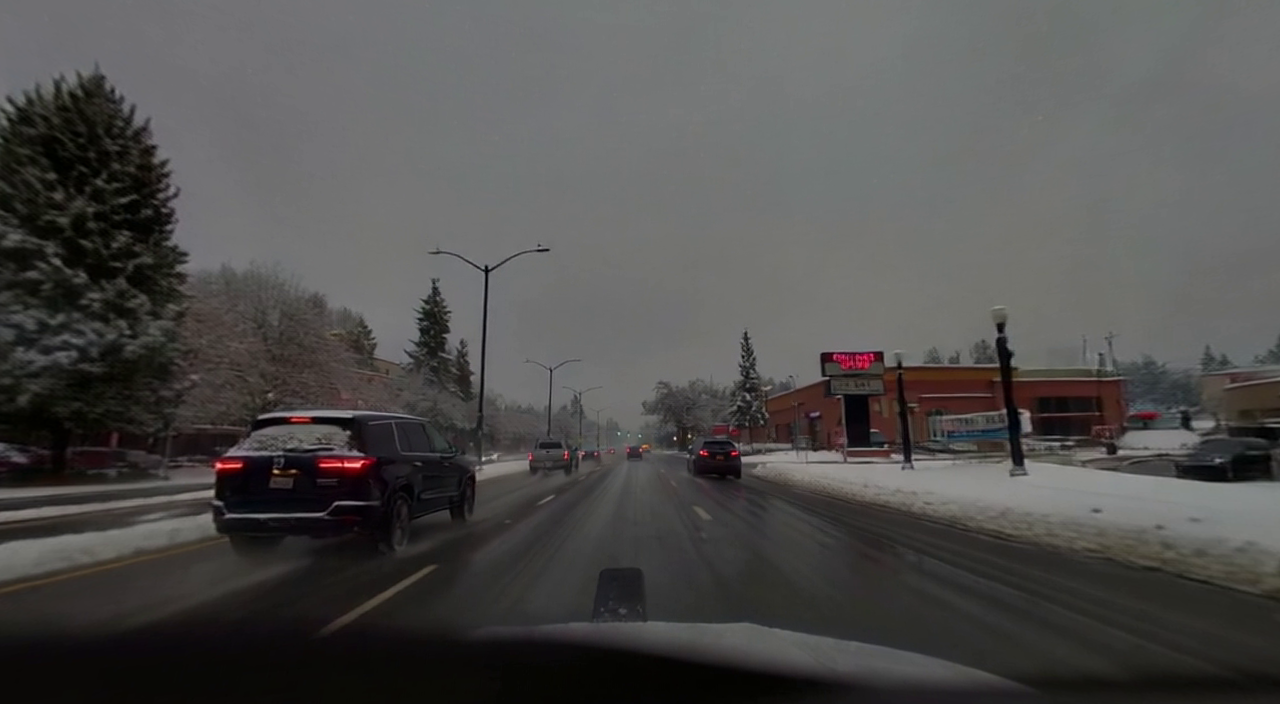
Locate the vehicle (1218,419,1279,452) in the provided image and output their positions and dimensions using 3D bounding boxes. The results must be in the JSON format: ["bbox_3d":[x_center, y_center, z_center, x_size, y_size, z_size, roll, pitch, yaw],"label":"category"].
[{"bbox_3d":[37.010,4.892,36.726,4.183,1.852,2.188,0,-9,-2],"label":"vehicle"}]

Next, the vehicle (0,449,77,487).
[{"bbox_3d":[-31.188,5.729,31.143,4.268,1.775,2.189,4,-9,-26],"label":"vehicle"}]

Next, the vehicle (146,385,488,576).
[{"bbox_3d":[-3.852,1.652,8.823,2.210,1.925,4.838,0,-8,0],"label":"vehicle"}]

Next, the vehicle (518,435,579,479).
[{"bbox_3d":[-3.900,4.564,27.514,2.014,1.775,4.404,0,-8,0],"label":"vehicle"}]

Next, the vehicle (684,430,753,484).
[{"bbox_3d":[2.989,4.133,24.942,2.024,1.921,4.431,0,-8,-2],"label":"vehicle"}]

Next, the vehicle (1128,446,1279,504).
[{"bbox_3d":[16.624,3.468,18.171,4.701,1.470,1.985,4,-9,-26],"label":"vehicle"}]

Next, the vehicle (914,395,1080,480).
[{"bbox_3d":[15.686,3.943,28.599,2.642,3.252,8.515,1,-9,1],"label":"vehicle"}]
